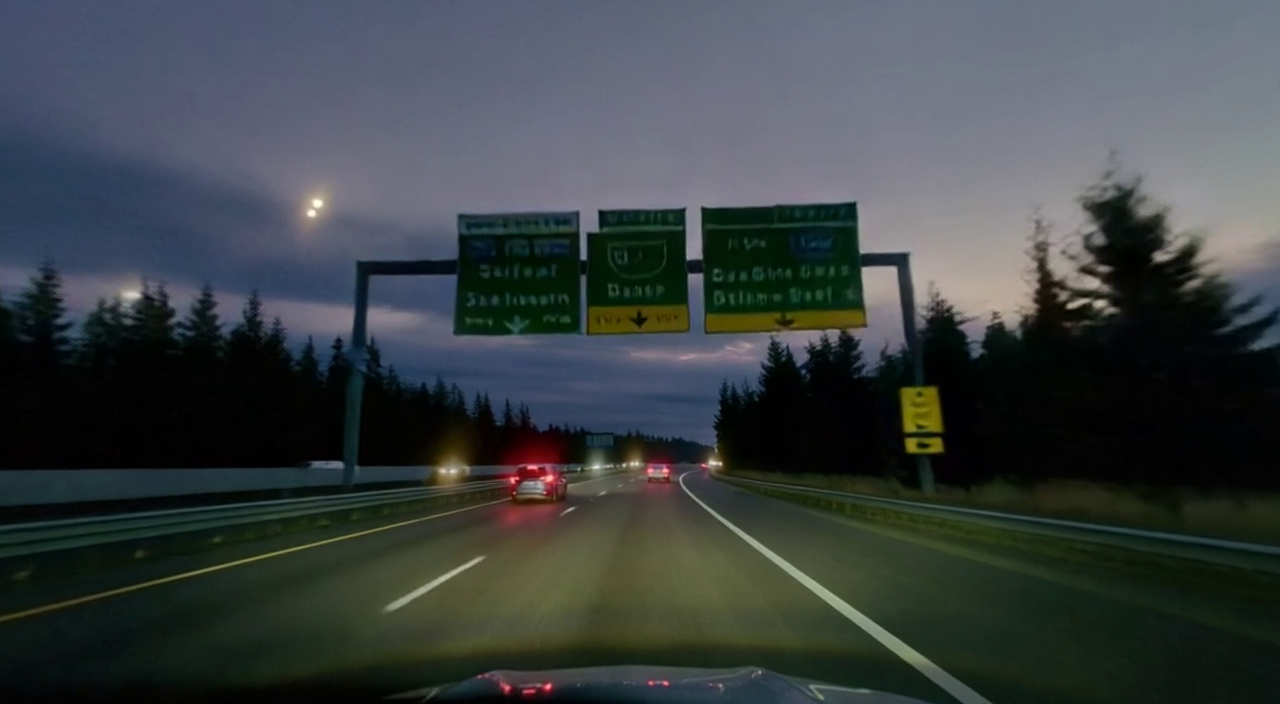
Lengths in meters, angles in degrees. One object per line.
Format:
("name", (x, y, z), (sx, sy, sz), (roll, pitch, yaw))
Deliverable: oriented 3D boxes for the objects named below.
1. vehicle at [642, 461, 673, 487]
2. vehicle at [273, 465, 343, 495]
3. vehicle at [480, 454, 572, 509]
("vehicle", (1.202, 8.217, 42.458), (2.000, 1.594, 3.996), (1, -10, 2))
("vehicle", (-17.587, 6.758, 33.520), (1.660, 1.446, 3.559), (1, -10, 1))
("vehicle", (-3.652, 4.293, 21.125), (2.063, 1.556, 4.740), (1, -10, 1))
